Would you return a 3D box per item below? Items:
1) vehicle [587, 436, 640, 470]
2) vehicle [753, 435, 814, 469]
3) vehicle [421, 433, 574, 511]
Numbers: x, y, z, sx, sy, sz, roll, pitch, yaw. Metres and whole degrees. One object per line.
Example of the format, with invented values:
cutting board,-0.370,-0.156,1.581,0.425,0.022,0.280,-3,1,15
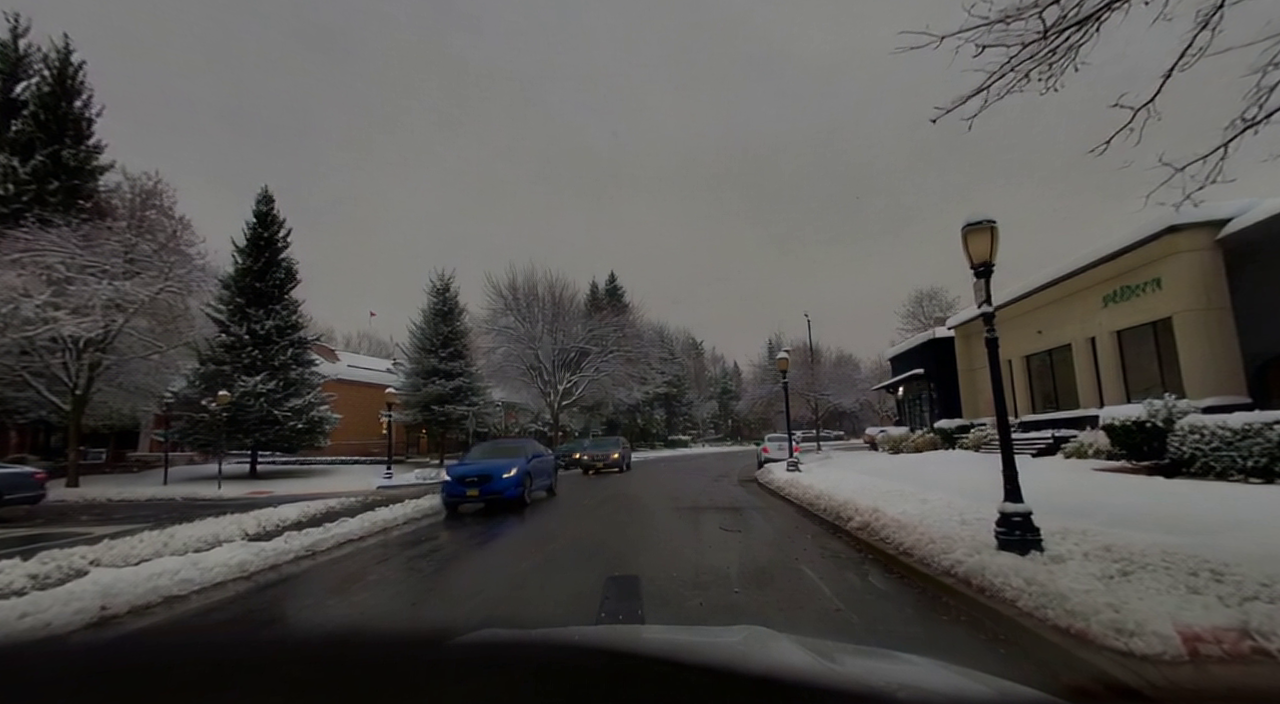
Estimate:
vehicle,-1.328,5.372,33.701,2.110,1.651,4.410,-1,-9,7
vehicle,6.669,4.716,29.897,1.918,1.461,4.419,0,-8,1
vehicle,-3.045,2.699,14.701,2.056,1.508,4.596,-1,-9,6
